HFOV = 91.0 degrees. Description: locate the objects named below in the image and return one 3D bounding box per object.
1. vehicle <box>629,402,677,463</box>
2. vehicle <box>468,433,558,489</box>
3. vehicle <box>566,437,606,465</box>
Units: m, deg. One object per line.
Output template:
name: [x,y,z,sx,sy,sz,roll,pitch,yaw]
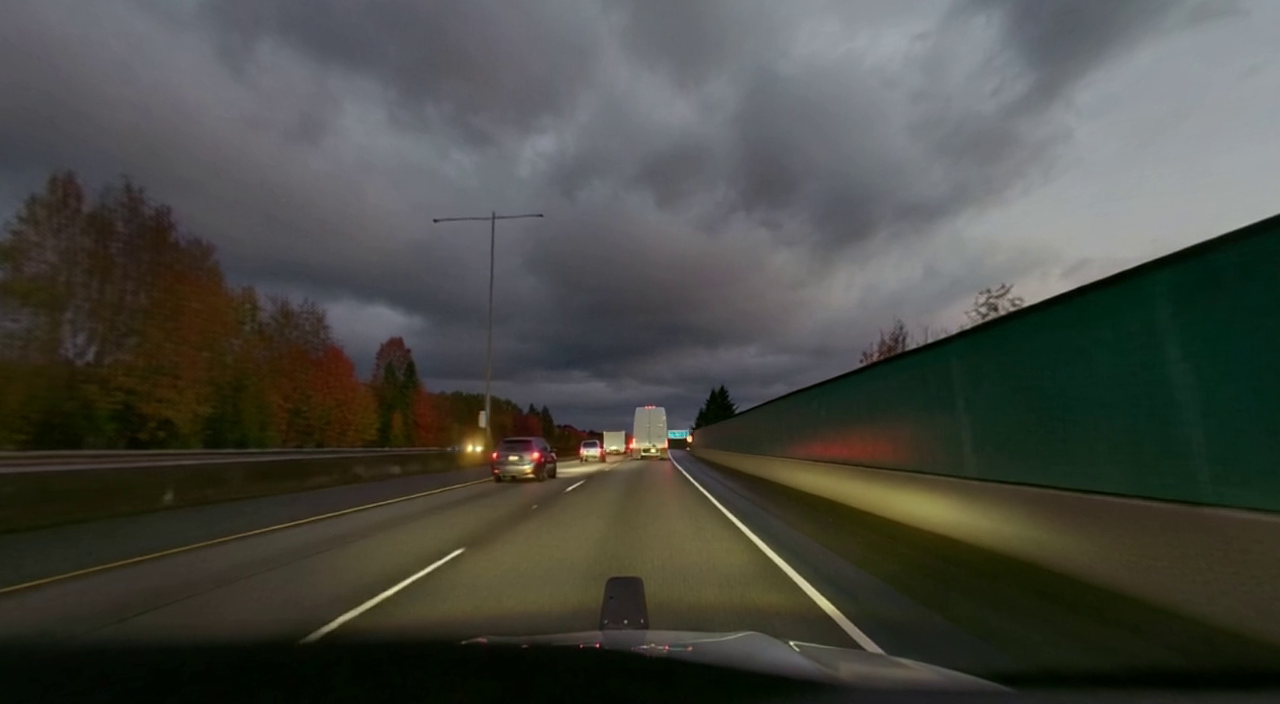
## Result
vehicle: [0.894,5.655,43.773,2.933,3.701,10.425,0,-8,1]
vehicle: [-3.803,3.313,19.535,1.927,1.556,3.921,0,-8,1]
vehicle: [-3.220,6.024,38.410,1.962,1.575,4.158,0,-8,1]
